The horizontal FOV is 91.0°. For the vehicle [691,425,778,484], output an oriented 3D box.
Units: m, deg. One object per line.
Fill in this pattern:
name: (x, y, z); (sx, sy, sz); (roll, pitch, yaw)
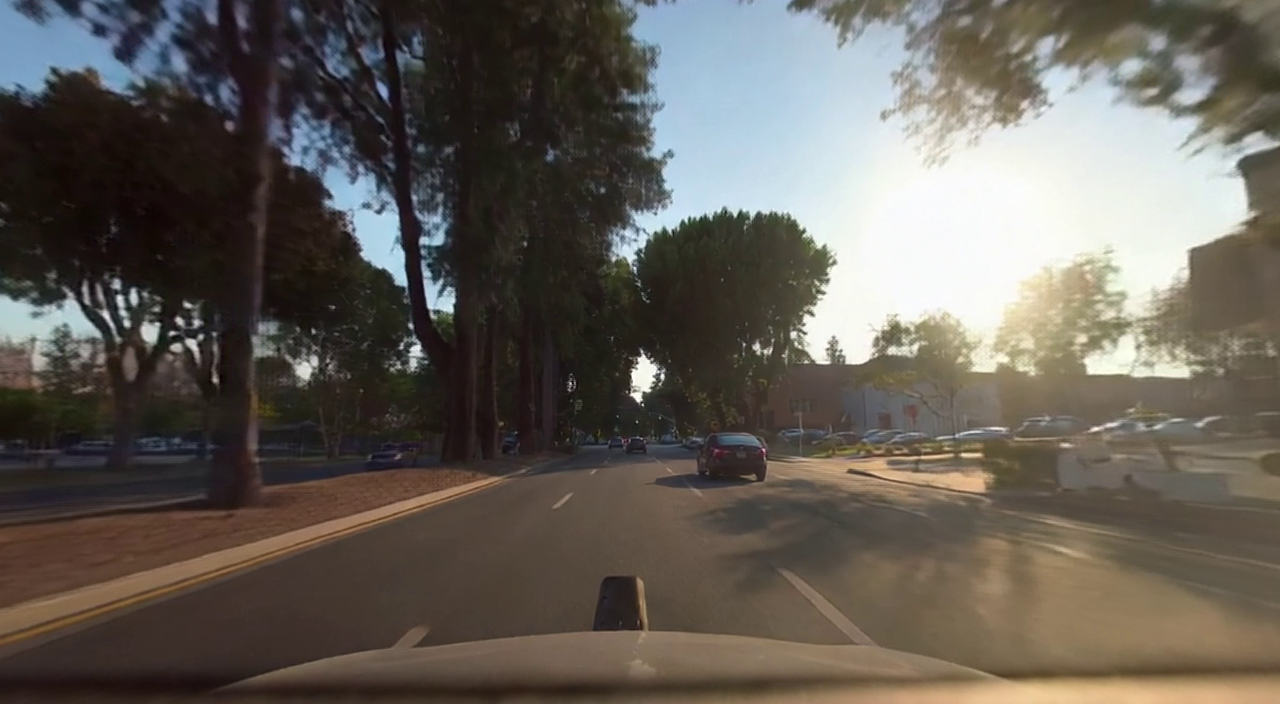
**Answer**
vehicle: (2.862, 3.225, 20.038); (2.022, 1.656, 4.025); (0, -8, -2)

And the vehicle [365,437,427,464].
vehicle: (-14.421, 5.849, 37.418); (1.862, 1.485, 4.611); (0, -8, 0)
